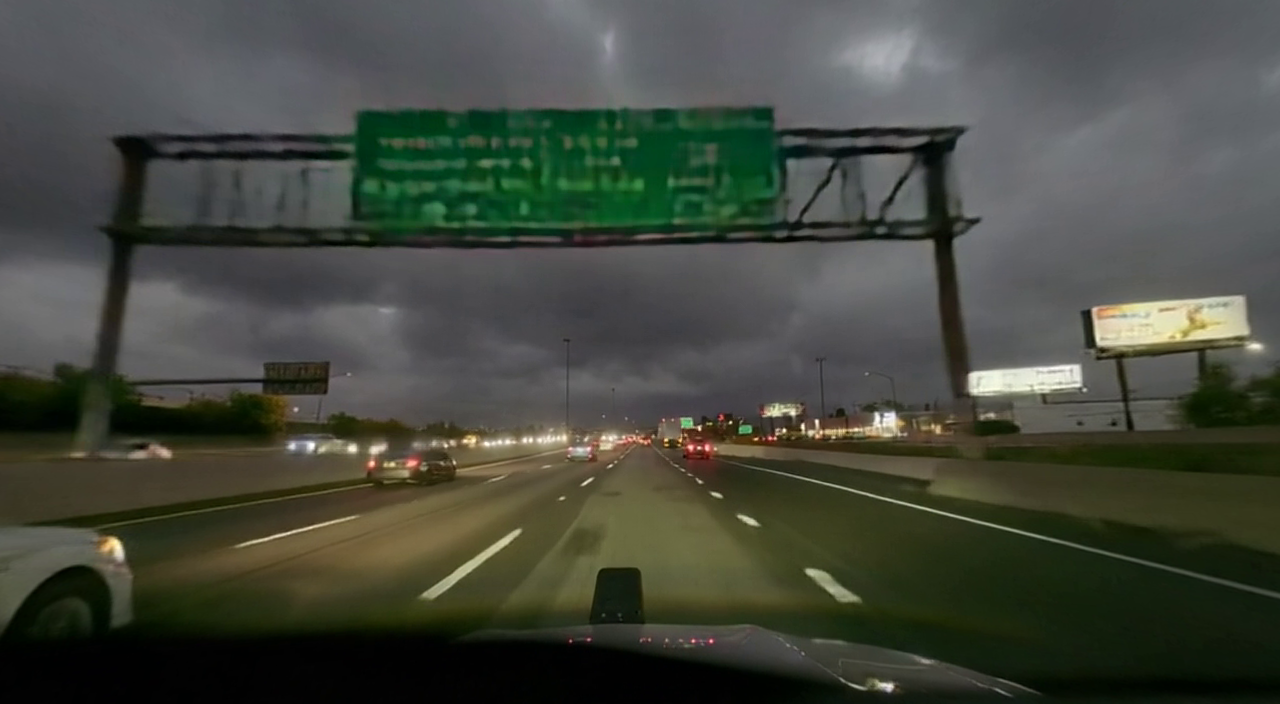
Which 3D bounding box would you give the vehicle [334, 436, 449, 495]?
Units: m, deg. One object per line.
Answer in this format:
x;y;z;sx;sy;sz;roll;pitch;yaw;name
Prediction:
-7.171;3.302;18.621;1.865;1.518;3.620;0;-9;1;vehicle

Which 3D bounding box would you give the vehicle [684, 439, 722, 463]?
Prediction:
4.187;6.725;42.830;2.135;1.532;4.506;1;-9;0;vehicle

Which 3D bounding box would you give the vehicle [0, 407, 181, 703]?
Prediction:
-3.827;0.814;1.621;2.008;1.504;4.264;0;-9;1;vehicle

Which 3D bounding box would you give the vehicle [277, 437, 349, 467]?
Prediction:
-19.566;6.002;37.895;1.927;1.661;4.379;0;-9;0;vehicle

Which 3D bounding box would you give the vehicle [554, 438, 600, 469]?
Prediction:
-3.355;5.492;34.123;2.001;1.577;4.055;0;-9;1;vehicle
